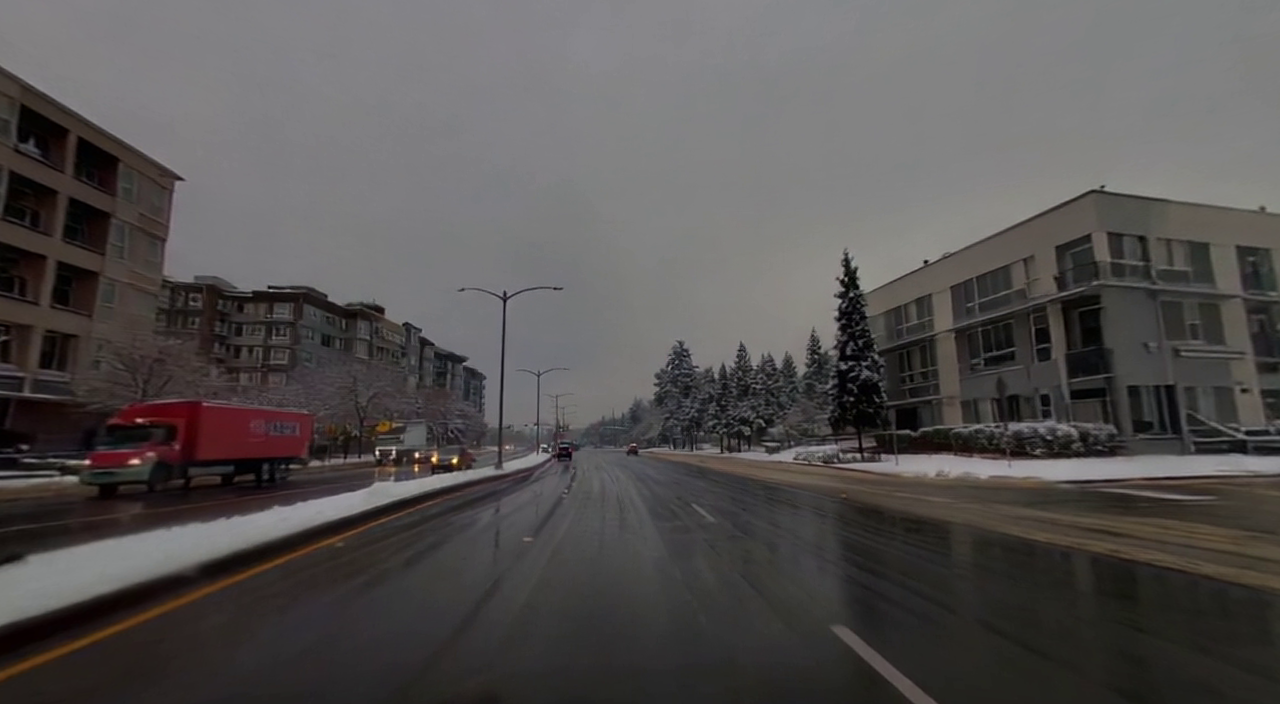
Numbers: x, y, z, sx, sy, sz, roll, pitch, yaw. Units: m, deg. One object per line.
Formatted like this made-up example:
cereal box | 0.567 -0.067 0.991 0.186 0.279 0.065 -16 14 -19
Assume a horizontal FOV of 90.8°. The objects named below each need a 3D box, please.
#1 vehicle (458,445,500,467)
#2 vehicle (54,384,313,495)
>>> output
vehicle | -11.467 7.439 45.233 2.133 1.484 4.749 1 -9 -5
vehicle | -18.773 3.965 28.126 3.331 3.651 14.423 1 -9 -11
